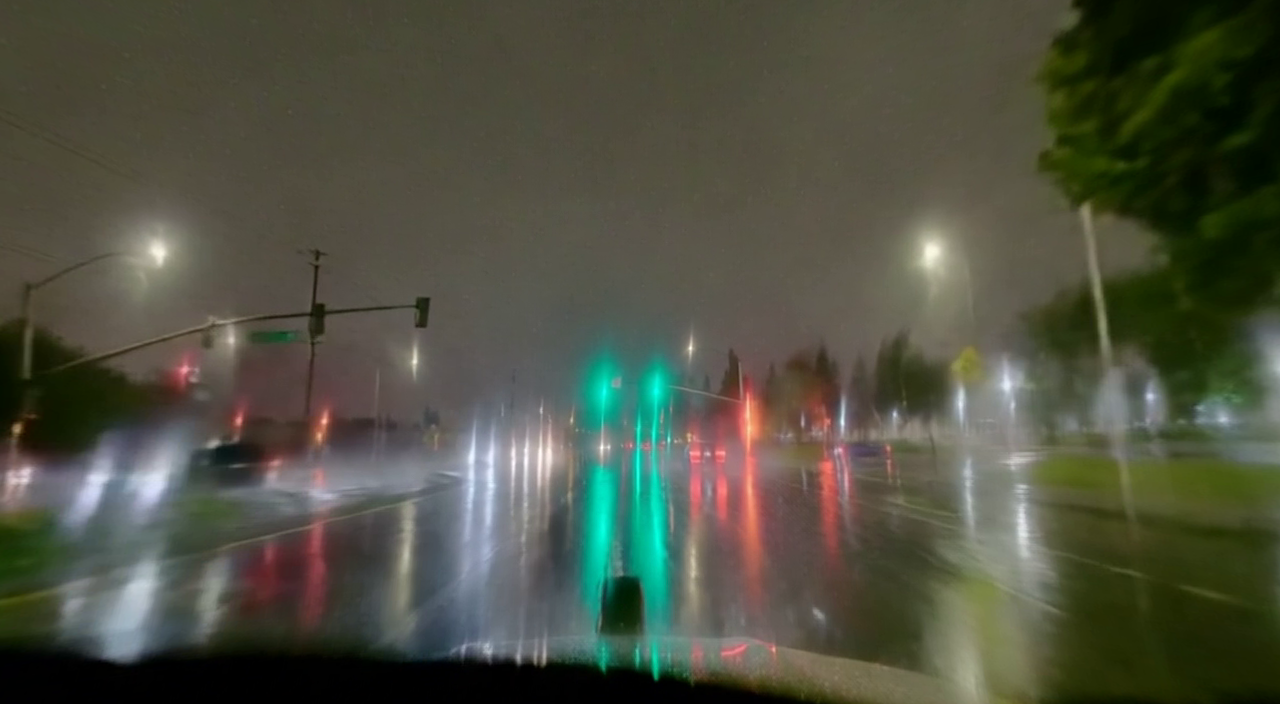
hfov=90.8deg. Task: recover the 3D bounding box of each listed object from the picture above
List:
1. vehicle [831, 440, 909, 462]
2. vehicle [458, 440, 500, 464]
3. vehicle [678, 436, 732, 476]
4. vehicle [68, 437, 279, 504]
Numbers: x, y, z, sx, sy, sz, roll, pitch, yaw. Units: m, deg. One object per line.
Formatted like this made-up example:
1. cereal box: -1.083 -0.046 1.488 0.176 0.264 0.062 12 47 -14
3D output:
1. vehicle: 16.390 7.079 45.238 4.839 1.490 2.134 -1 -9 4
2. vehicle: -12.213 7.635 48.315 1.951 1.759 4.518 0 -9 1
3. vehicle: 3.063 5.026 30.836 2.069 1.761 4.610 0 -9 -1
4. vehicle: -11.855 3.021 16.574 2.059 1.503 4.483 0 -8 1
